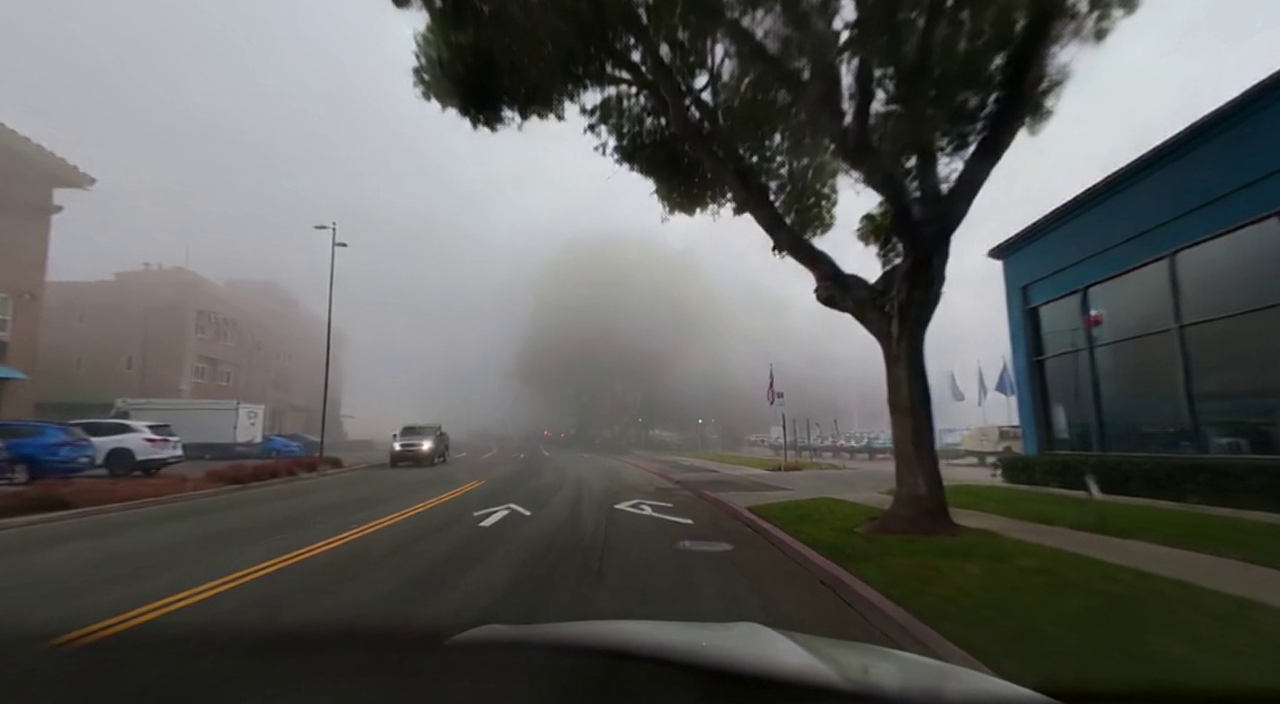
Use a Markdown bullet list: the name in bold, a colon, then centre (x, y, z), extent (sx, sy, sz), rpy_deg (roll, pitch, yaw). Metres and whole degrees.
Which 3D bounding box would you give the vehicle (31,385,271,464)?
- **vehicle**: centre (-23.092, 3.555, 30.547), extent (8.479, 3.396, 3.021), rpy_deg (3, -8, -24)

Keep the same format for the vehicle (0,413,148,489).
- **vehicle**: centre (-14.515, 2.308, 14.898), extent (3.948, 1.672, 1.942), rpy_deg (1, -8, -8)

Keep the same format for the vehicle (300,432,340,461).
- **vehicle**: centre (-18.538, 5.478, 36.622), extent (1.778, 1.584, 2.802), rpy_deg (3, -8, -22)

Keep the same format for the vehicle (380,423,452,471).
- **vehicle**: centre (-9.615, 4.091, 27.367), extent (2.026, 1.882, 4.277), rpy_deg (1, -8, -7)
